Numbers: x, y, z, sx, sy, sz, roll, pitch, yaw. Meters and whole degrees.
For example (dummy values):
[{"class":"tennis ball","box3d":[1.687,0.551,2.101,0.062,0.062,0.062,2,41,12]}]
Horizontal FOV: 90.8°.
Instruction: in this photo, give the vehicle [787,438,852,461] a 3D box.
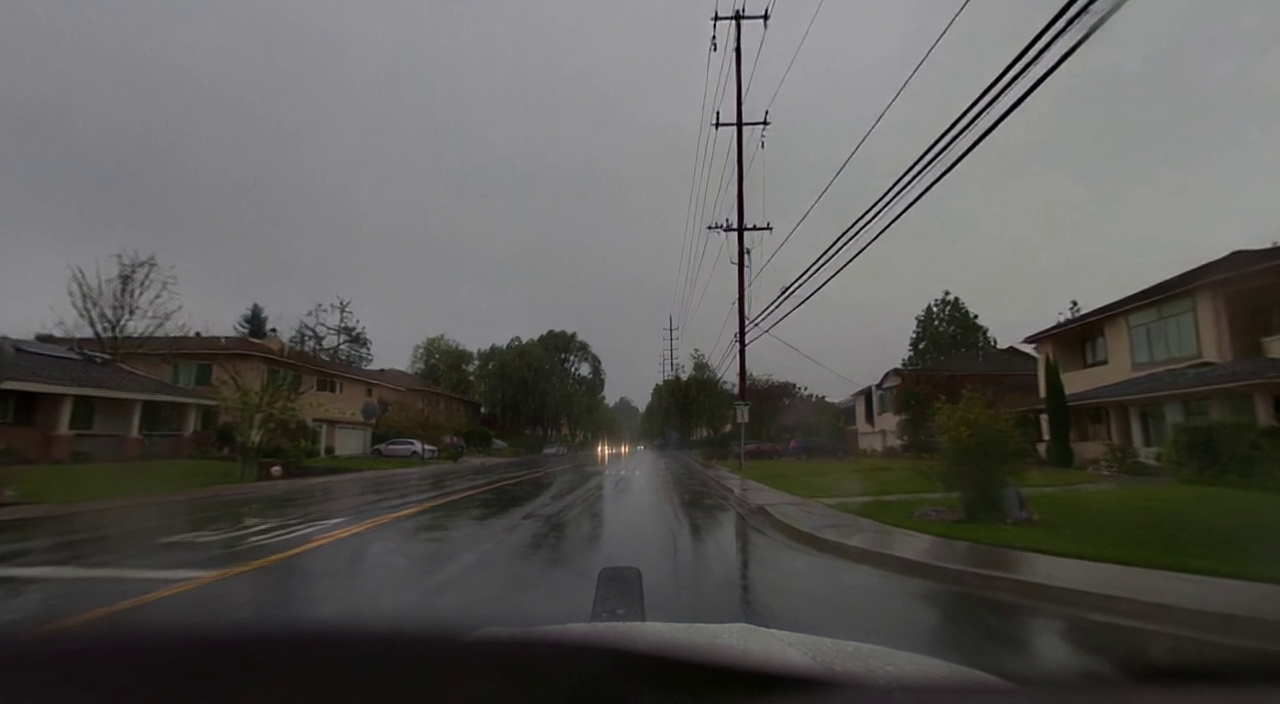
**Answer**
[{"class":"vehicle","box3d":[12.930,7.051,45.726,4.122,1.610,1.888,-1,-7,2]}]

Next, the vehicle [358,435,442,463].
[{"class":"vehicle","box3d":[-15.198,6.139,40.137,4.500,1.714,1.924,-1,-9,7]}]
